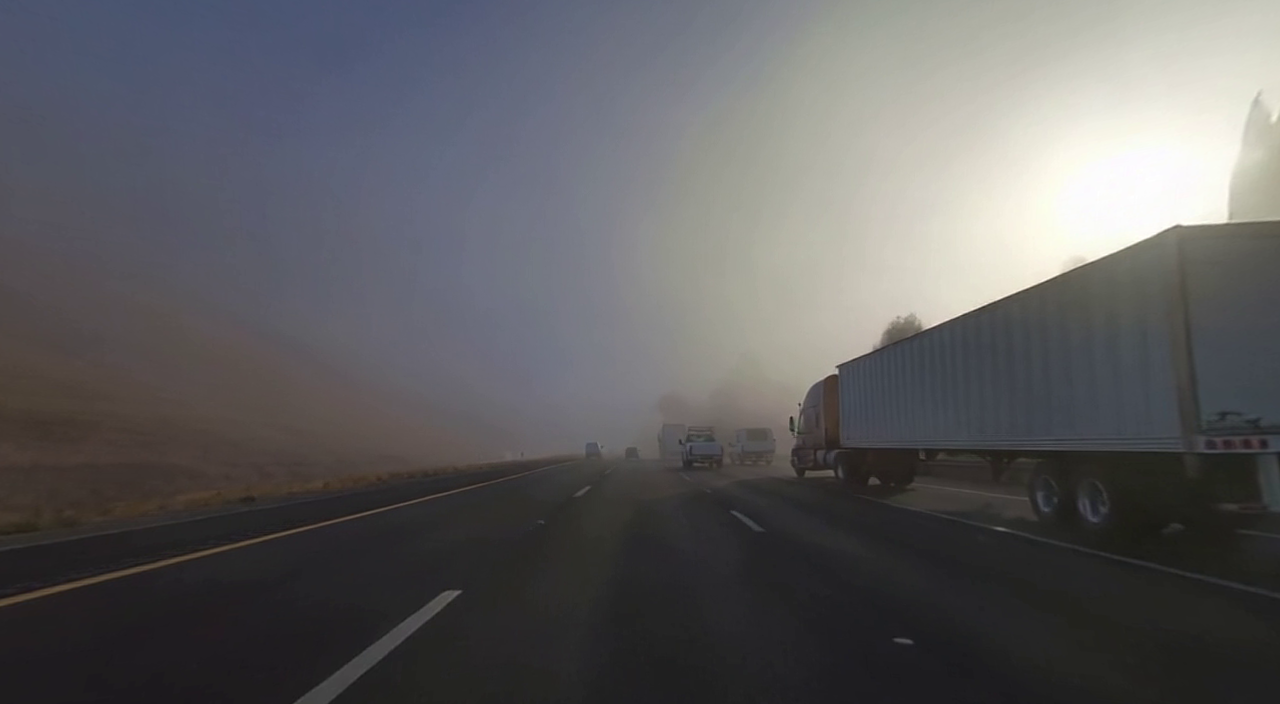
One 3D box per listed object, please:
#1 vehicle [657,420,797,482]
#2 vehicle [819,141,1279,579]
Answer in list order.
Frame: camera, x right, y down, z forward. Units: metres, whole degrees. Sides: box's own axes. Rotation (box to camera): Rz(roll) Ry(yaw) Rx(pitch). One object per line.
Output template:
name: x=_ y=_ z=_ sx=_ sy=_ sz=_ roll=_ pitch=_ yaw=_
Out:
vehicle: x=3.272 y=3.869 z=24.792 sx=5.075 sy=2.277 sz=2.365 roll=0 pitch=-9 yaw=-2
vehicle: x=7.667 y=1.194 z=13.422 sx=2.935 sy=4.187 sz=16.357 roll=0 pitch=-9 yaw=0
